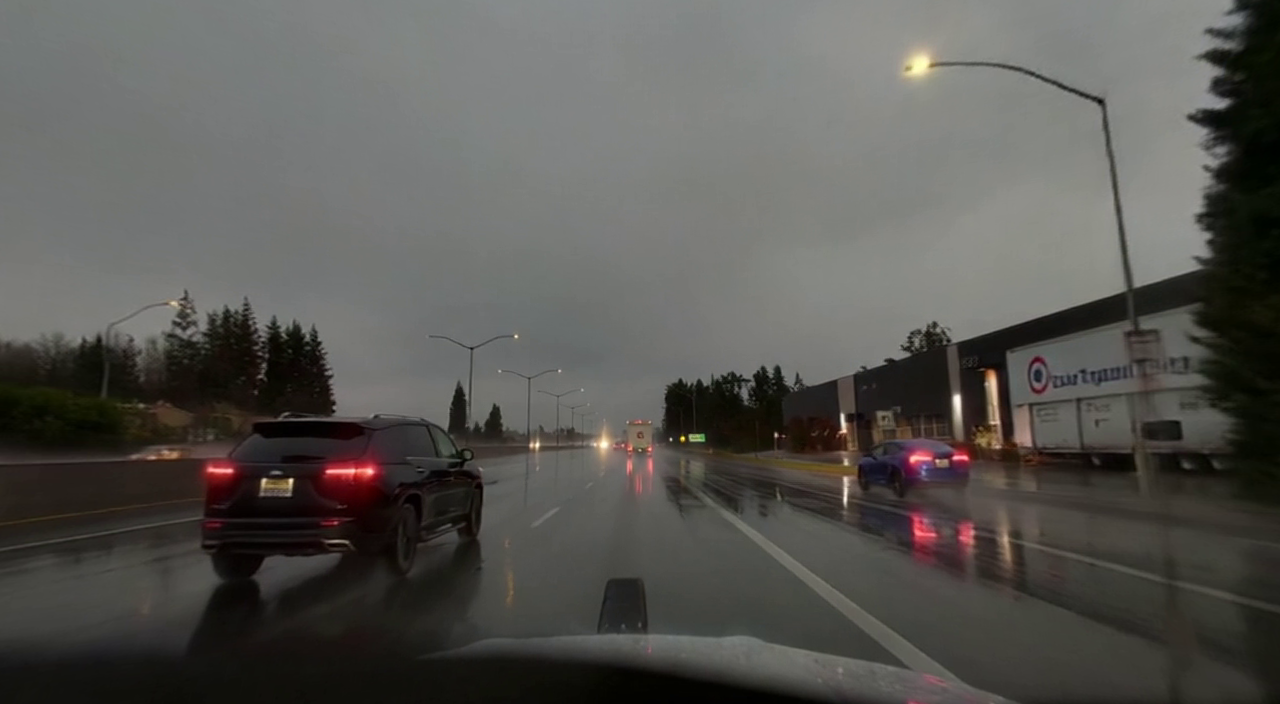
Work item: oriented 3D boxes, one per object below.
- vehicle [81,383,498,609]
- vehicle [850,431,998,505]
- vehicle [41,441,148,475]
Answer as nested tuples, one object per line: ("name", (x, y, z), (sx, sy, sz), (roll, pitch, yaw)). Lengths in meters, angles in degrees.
("vehicle", (-3.412, 1.533, 7.632), (2.178, 1.826, 4.933), (0, -9, 0))
("vehicle", (7.235, 2.972, 16.554), (1.958, 1.681, 4.109), (0, -9, 0))
("vehicle", (-28.733, 5.597, 33.281), (1.895, 1.654, 4.190), (0, -9, 0))
